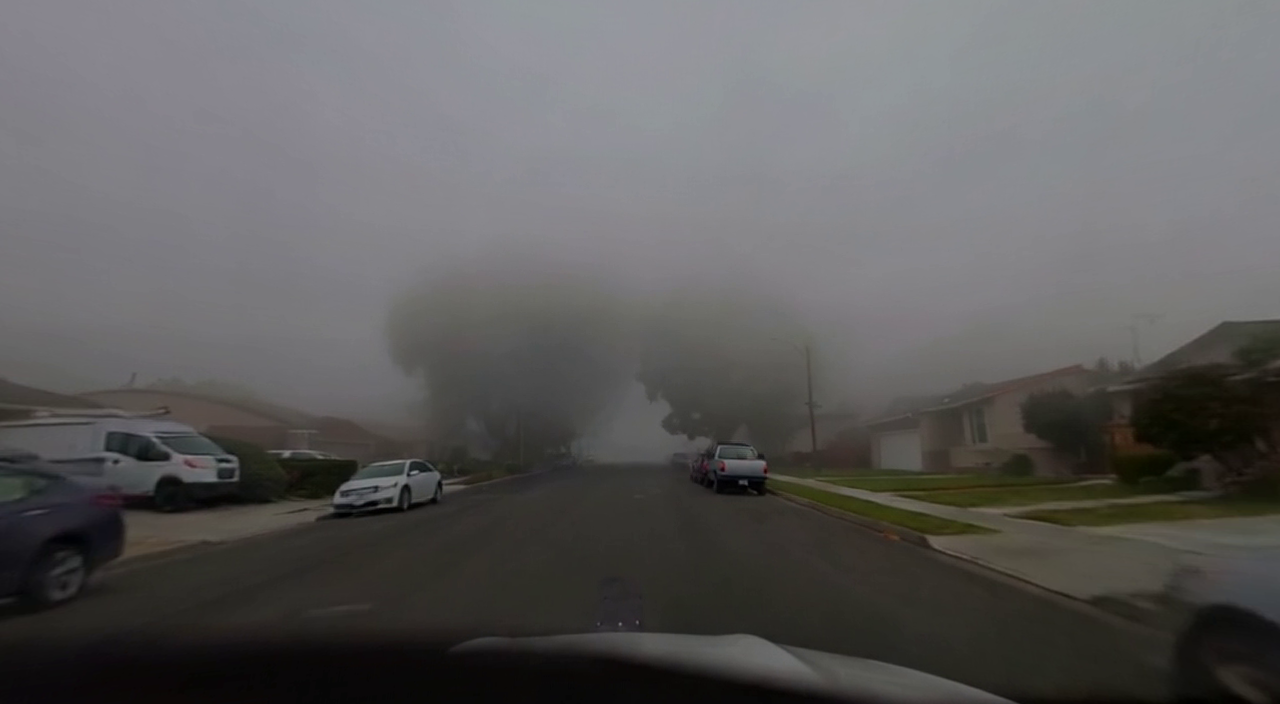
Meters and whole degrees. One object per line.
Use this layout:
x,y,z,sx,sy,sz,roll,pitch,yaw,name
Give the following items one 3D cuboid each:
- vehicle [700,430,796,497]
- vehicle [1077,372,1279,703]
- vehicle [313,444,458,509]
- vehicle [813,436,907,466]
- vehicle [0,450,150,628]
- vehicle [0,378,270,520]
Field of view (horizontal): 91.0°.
3.279,3.508,20.232,2.262,1.870,4.948,0,-8,1,vehicle
3.174,0.668,0.734,2.050,1.598,4.590,0,-8,1,vehicle
-6.825,3.564,17.510,2.071,1.481,4.425,-2,-14,1,vehicle
11.416,5.169,32.946,4.111,1.459,2.214,-1,-8,4,vehicle
-6.896,1.579,4.976,1.905,1.602,4.974,-2,-12,2,vehicle
-13.921,2.475,16.506,6.585,3.247,3.011,-2,-6,2,vehicle
